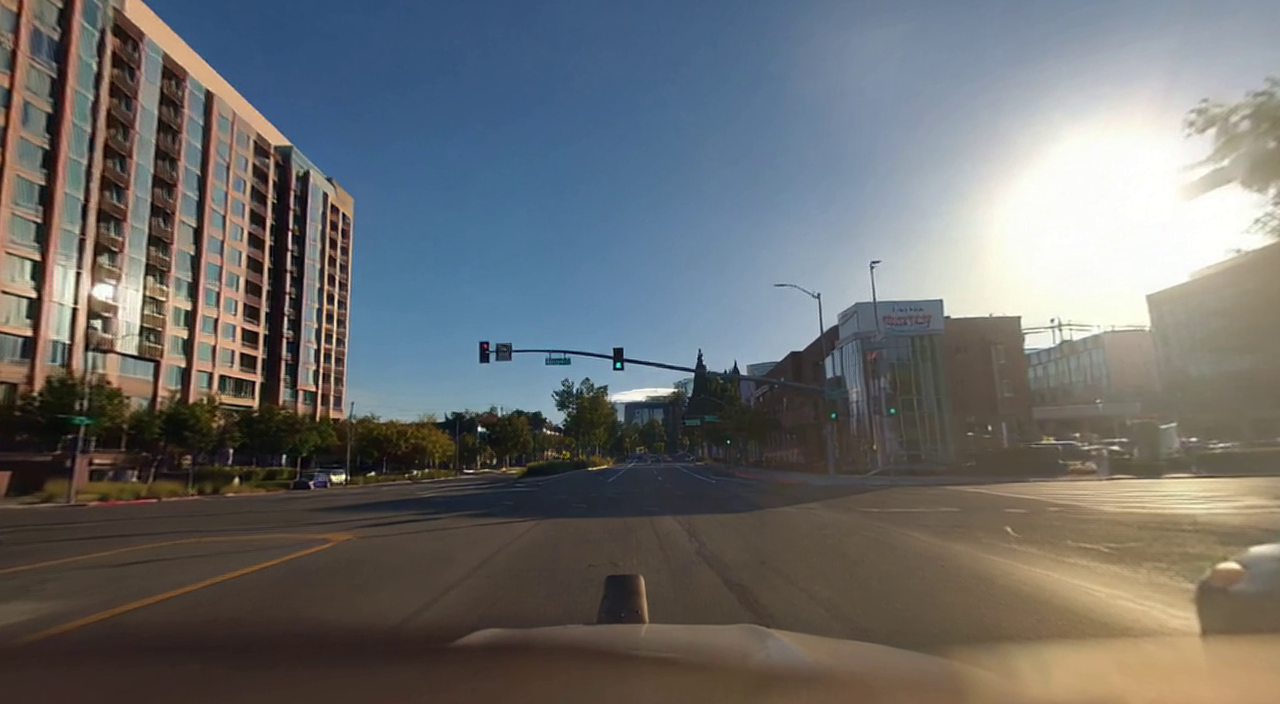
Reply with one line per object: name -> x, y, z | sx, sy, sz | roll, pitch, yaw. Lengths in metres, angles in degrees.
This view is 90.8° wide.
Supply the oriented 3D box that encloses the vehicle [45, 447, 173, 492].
vehicle -> -40.916, 9.019, 48.808 | 7.220, 3.287, 2.764 | 0, -8, 0
